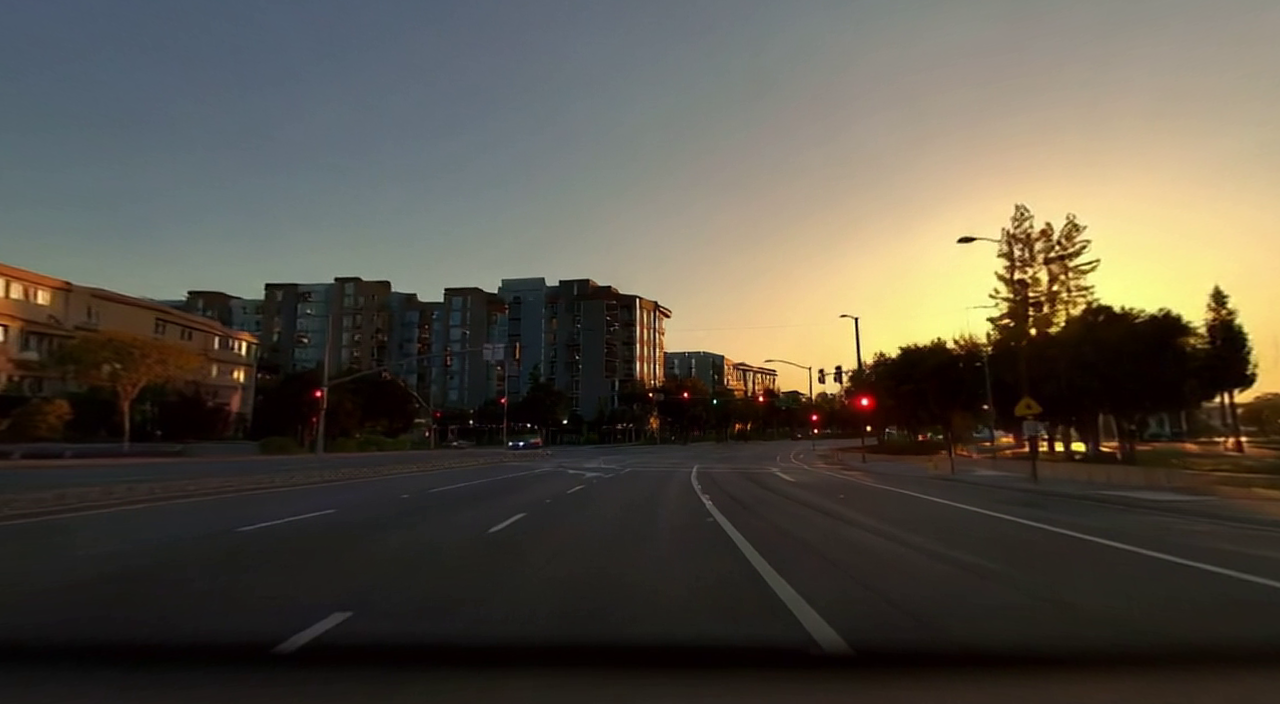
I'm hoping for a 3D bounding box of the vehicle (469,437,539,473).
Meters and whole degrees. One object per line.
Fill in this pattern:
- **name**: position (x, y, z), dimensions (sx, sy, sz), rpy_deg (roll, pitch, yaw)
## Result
- **vehicle**: position (-6.150, 4.712, 29.147), dimensions (1.893, 1.503, 4.309), rpy_deg (-1, -8, 6)
